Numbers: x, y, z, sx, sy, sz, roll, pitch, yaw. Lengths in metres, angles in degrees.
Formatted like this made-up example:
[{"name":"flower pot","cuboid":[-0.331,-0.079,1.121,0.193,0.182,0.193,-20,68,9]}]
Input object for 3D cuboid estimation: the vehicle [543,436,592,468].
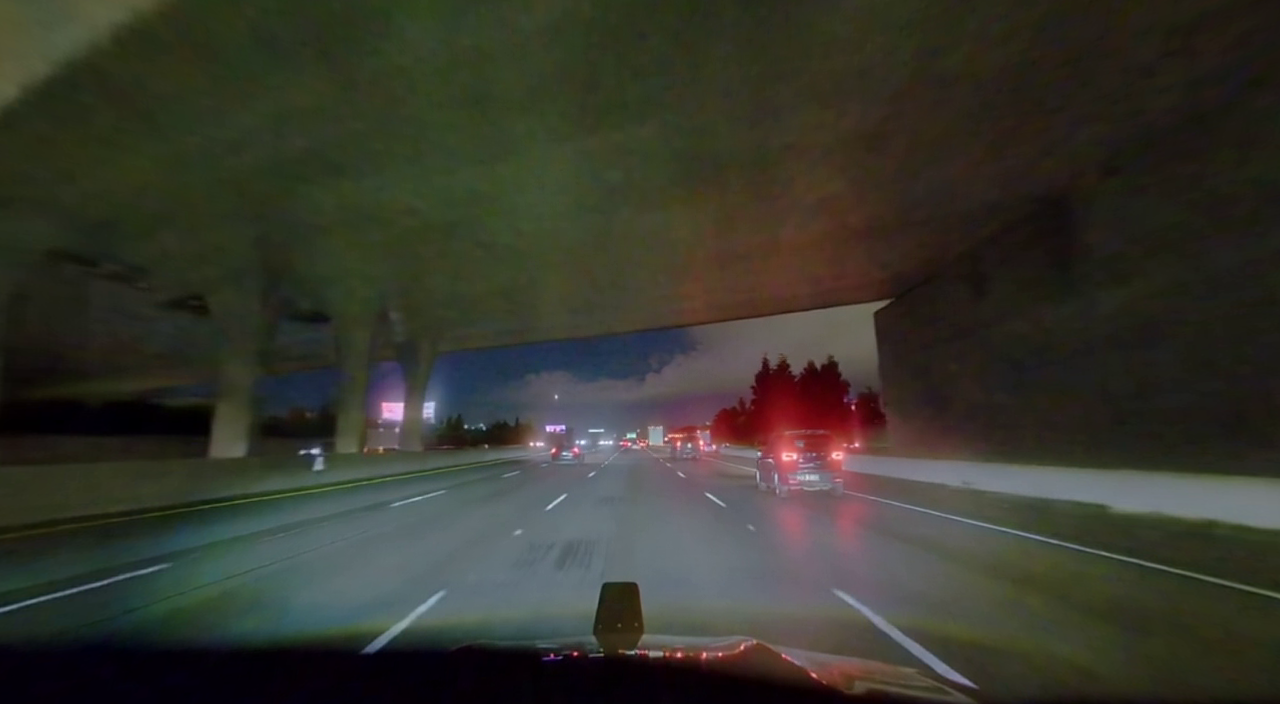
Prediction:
[{"name":"vehicle","cuboid":[-3.650,5.124,32.403,2.066,1.500,4.415,0,-8,-1]}]
